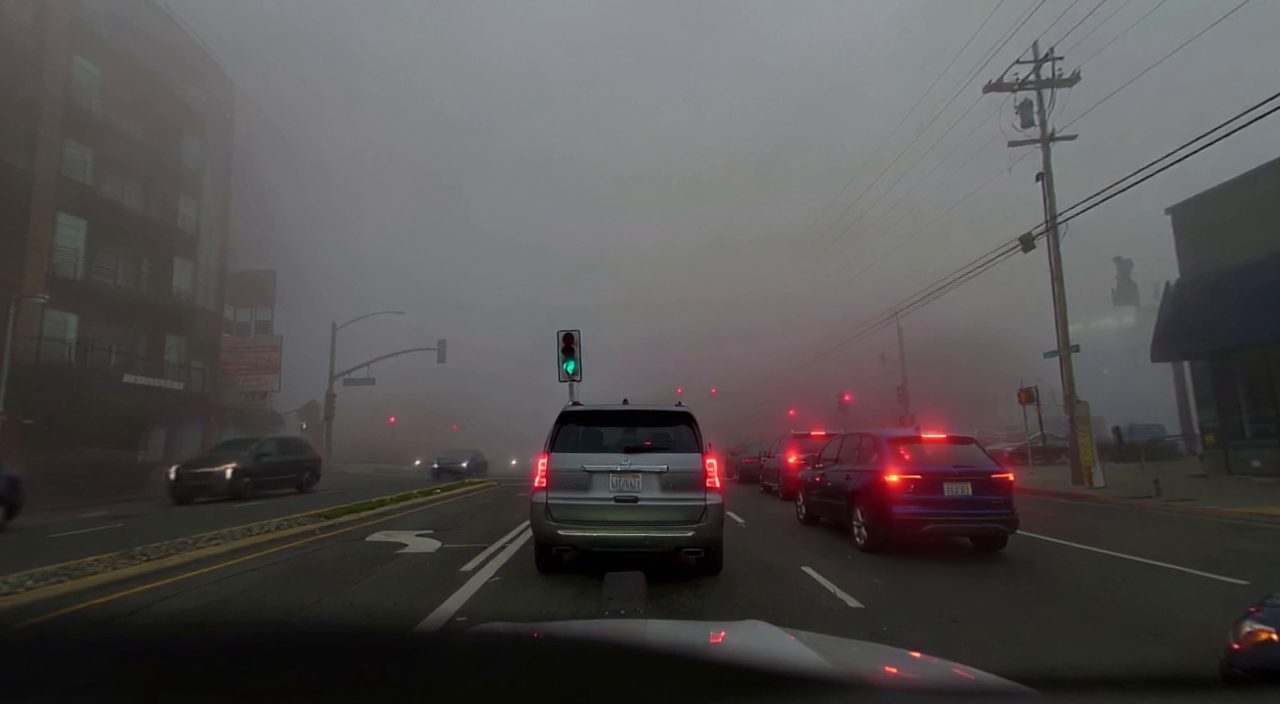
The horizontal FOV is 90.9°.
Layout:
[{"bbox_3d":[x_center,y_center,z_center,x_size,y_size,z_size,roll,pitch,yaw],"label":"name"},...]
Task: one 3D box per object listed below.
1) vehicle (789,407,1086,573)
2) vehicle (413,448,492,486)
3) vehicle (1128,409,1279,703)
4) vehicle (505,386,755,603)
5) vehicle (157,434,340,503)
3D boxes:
[{"bbox_3d":[3.624,1.760,8.807,2.036,1.719,4.318,0,-8,0],"label":"vehicle"},{"bbox_3d":[-7.992,4.898,27.279,1.930,1.484,4.252,0,-8,3],"label":"vehicle"},{"bbox_3d":[3.367,0.732,0.816,1.884,1.484,4.609,0,-8,2],"label":"vehicle"},{"bbox_3d":[-0.004,1.541,7.679,2.154,1.861,4.280,0,-8,2],"label":"vehicle"},{"bbox_3d":[-11.804,3.530,19.648,2.224,1.840,5.290,0,-8,1],"label":"vehicle"}]
